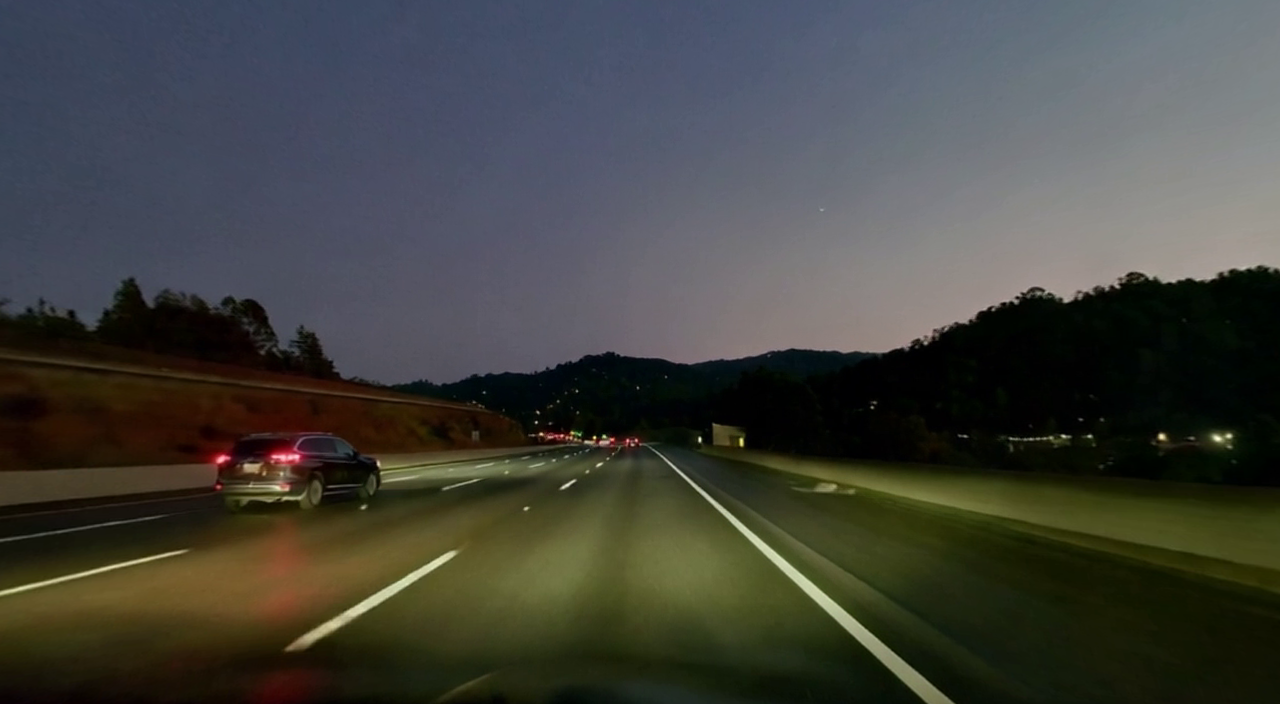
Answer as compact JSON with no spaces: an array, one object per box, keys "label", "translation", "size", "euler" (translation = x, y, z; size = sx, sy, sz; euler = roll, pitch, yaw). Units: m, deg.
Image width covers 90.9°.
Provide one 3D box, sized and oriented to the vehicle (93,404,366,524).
[{"label":"vehicle","translation":[-7.725,2.181,12.734],"size":[2.151,1.925,4.945],"euler":[0,-9,0]}]
